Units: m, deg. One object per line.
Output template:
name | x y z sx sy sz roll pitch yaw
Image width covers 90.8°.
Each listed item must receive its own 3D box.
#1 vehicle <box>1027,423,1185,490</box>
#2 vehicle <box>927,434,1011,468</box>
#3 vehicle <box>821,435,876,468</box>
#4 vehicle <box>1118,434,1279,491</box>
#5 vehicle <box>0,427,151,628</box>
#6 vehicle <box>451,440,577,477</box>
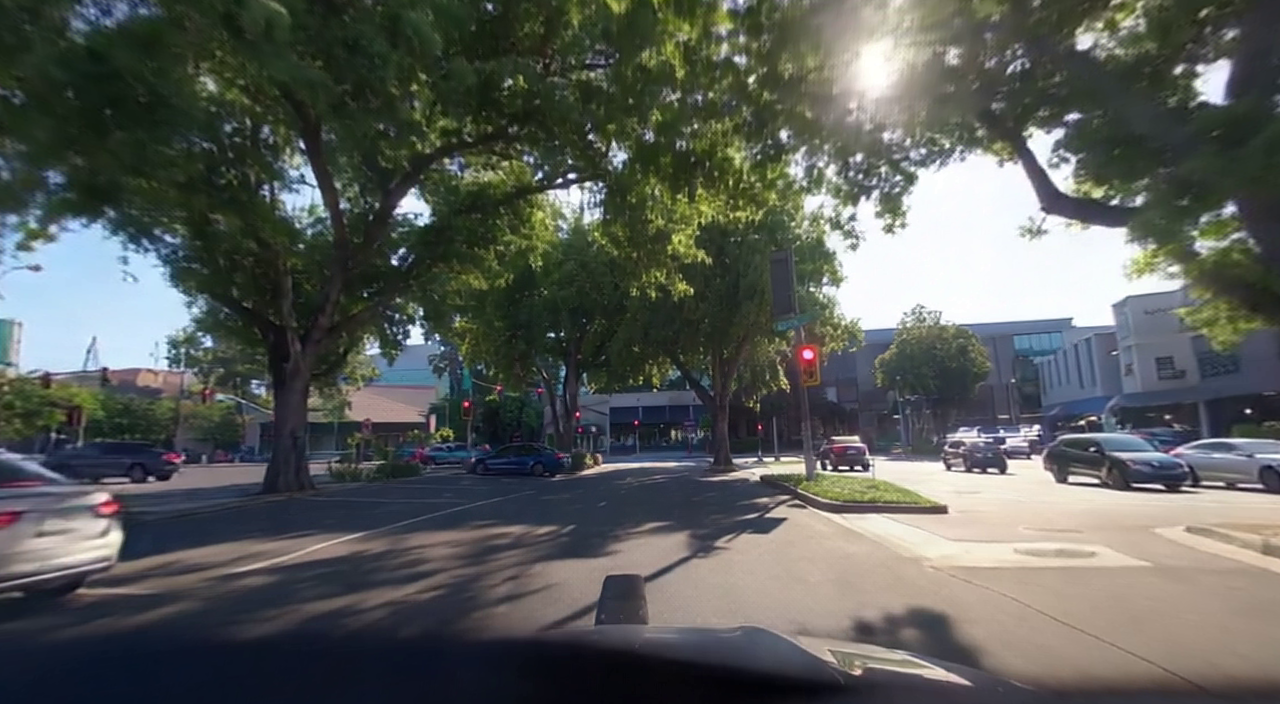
vehicle | 13.108 2.964 18.190 1.921 1.657 4.400 -2 -9 12
vehicle | 15.451 4.673 29.949 1.951 1.491 4.359 -1 -8 5
vehicle | 10.350 4.930 31.684 2.061 1.519 4.794 -2 -8 12
vehicle | 15.506 3.035 17.661 1.936 1.391 3.874 -2 -9 14
vehicle | -6.950 1.378 5.174 4.376 1.476 1.791 0 -8 1
vehicle | -5.304 4.517 26.922 4.792 1.468 2.116 -2 -9 12
